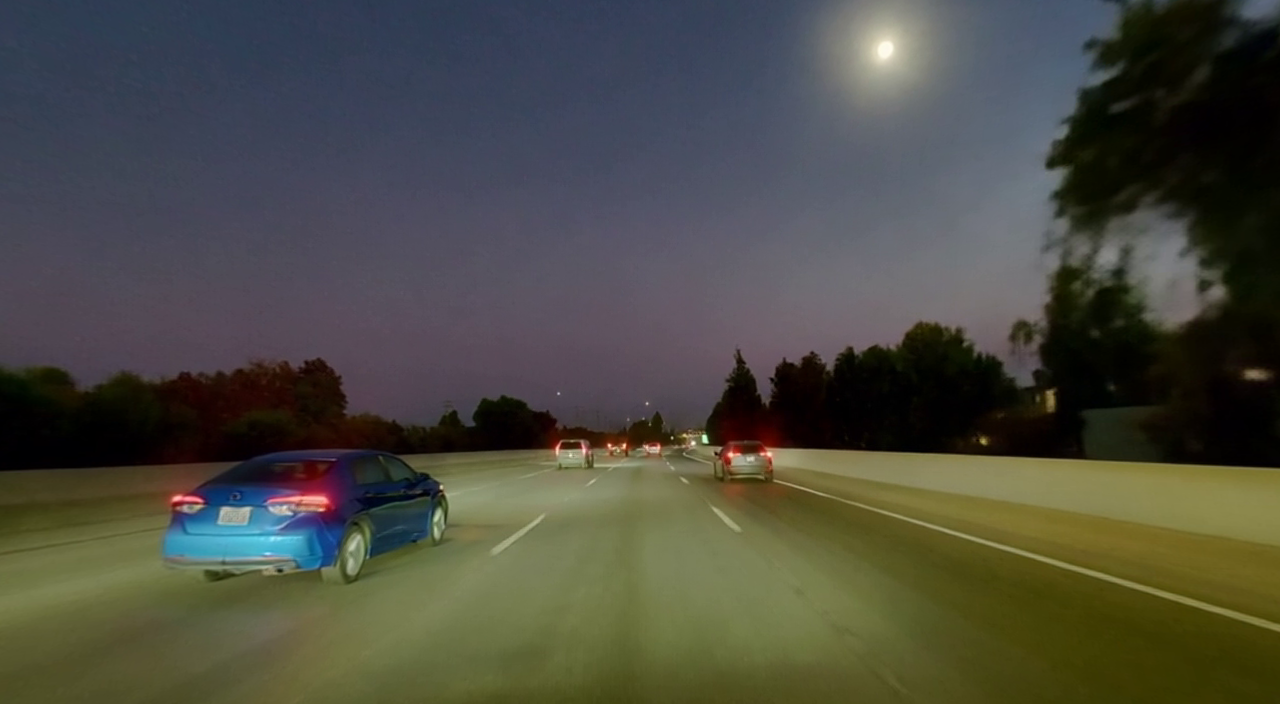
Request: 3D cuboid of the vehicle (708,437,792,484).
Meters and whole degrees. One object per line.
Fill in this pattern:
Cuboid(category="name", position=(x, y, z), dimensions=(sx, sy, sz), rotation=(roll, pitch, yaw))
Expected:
Cuboid(category="vehicle", position=(3.746, 3.800, 22.335), dimensions=(2.100, 1.472, 4.533), rotation=(0, -8, 0))

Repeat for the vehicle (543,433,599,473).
Cuboid(category="vehicle", position=(-3.313, 4.962, 31.184), dimensions=(2.122, 1.847, 4.696), rotation=(0, -8, 2))

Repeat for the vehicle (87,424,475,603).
Cuboid(category="vehicle", position=(-3.604, 1.681, 7.565), dimensions=(1.948, 1.475, 4.461), rotation=(0, -8, 1))
